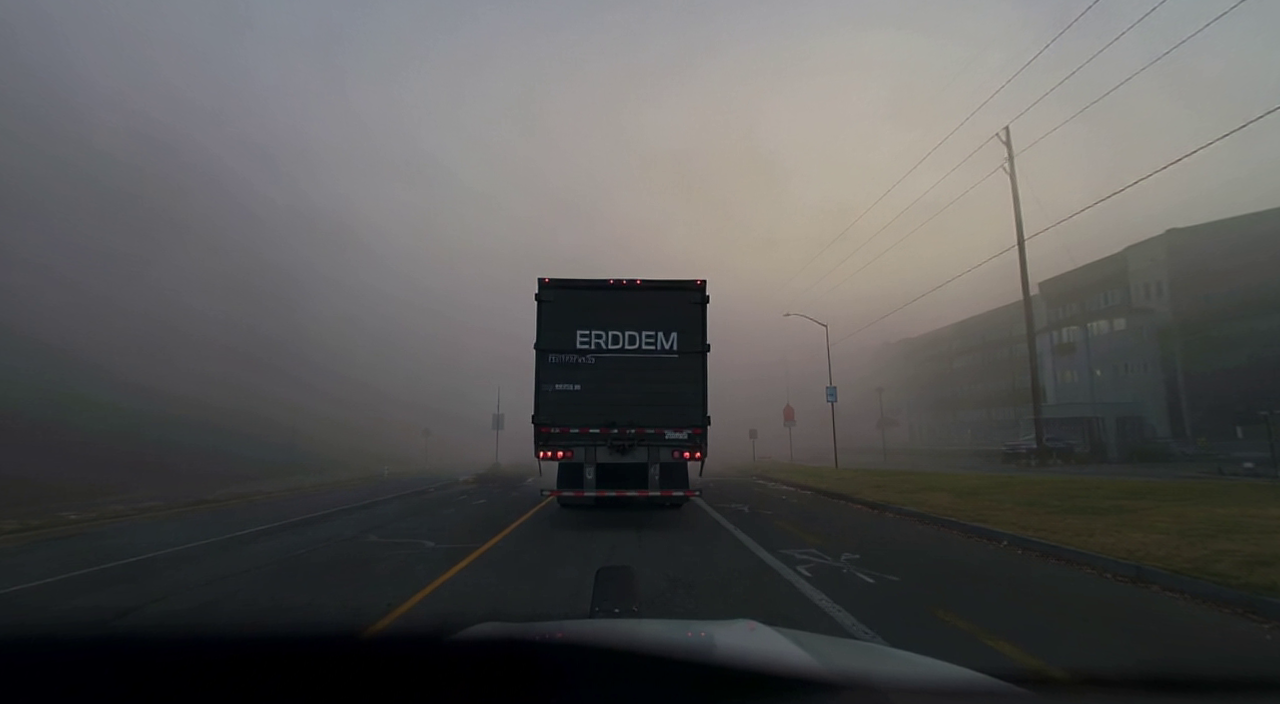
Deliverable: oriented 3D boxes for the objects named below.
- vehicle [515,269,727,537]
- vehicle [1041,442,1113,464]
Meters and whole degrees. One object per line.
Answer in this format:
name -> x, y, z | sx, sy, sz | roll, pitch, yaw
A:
vehicle -> -0.212, 1.286, 13.411 | 2.876, 3.724, 9.351 | 0, -8, 1
vehicle -> 31.351, 7.218, 45.182 | 1.652, 1.423, 3.797 | 5, -9, -35
